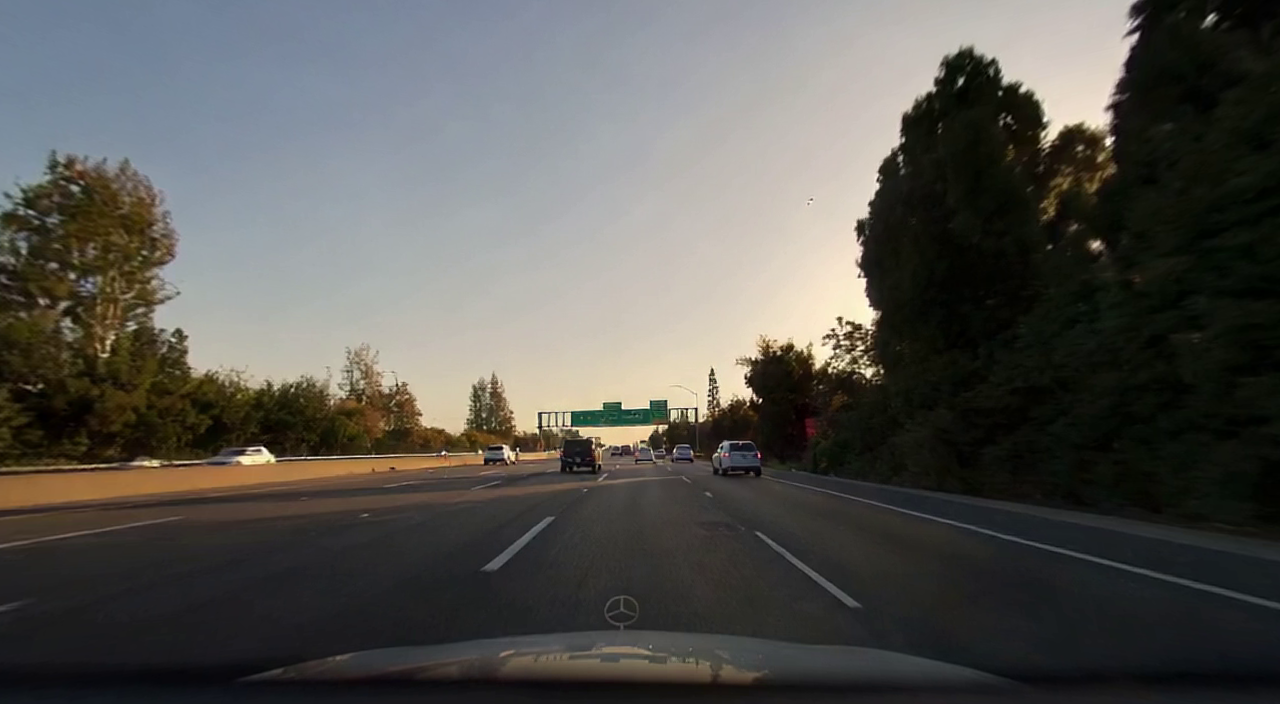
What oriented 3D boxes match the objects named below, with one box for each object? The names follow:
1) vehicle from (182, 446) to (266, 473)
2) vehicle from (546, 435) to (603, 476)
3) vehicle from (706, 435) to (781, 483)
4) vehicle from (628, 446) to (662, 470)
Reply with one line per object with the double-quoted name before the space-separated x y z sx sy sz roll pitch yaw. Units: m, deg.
"vehicle" -28.196 7.302 42.939 2.099 1.673 5.261 0 -9 1
"vehicle" -3.299 5.413 33.114 2.449 1.929 5.503 0 -9 -1
"vehicle" 4.142 4.380 26.107 2.218 1.776 4.807 0 -9 0
"vehicle" 0.337 6.985 41.724 2.126 1.529 4.438 0 -9 1
